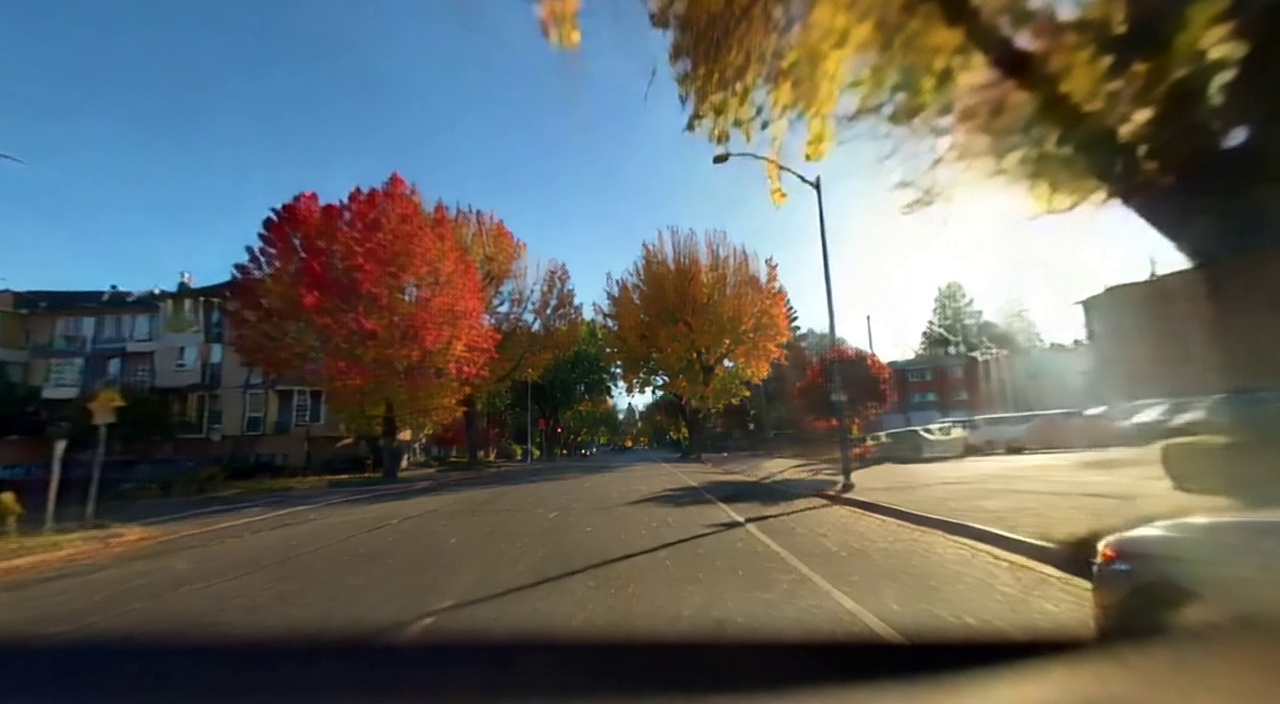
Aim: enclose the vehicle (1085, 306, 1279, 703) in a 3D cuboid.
[{"bbox_3d":[3.202,0.511,0.422,2.224,1.791,4.834,0,-8,0],"label":"vehicle"}]
